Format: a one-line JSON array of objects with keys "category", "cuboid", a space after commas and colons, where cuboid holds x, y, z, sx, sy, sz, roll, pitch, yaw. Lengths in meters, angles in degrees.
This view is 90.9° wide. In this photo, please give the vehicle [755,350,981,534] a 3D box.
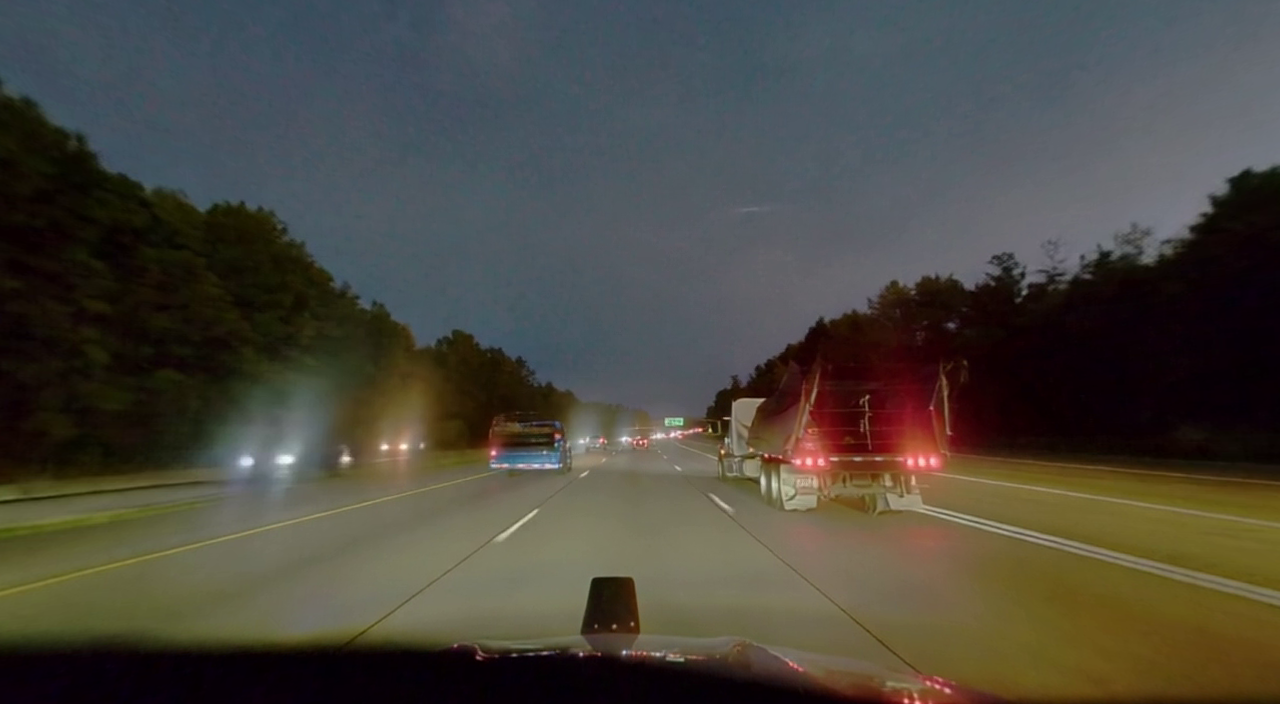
[{"category": "vehicle", "cuboid": [3.554, 1.516, 10.882, 2.256, 2.568, 4.049, 0, -8, -1]}]

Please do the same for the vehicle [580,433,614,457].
[{"category": "vehicle", "cuboid": [-2.967, 6.534, 44.268, 2.008, 1.588, 4.147, 0, -8, 1]}]

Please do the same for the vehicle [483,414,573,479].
[{"category": "vehicle", "cuboid": [-3.684, 3.210, 21.675, 2.204, 1.991, 4.720, 0, -8, 0]}]

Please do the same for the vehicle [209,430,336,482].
[{"category": "vehicle", "cuboid": [-12.441, 3.504, 21.690, 1.873, 1.595, 4.120, 0, -8, 0]}]

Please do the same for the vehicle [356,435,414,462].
[{"category": "vehicle", "cuboid": [-15.085, 5.709, 37.464, 1.773, 1.509, 3.815, 0, -8, 1]}]
